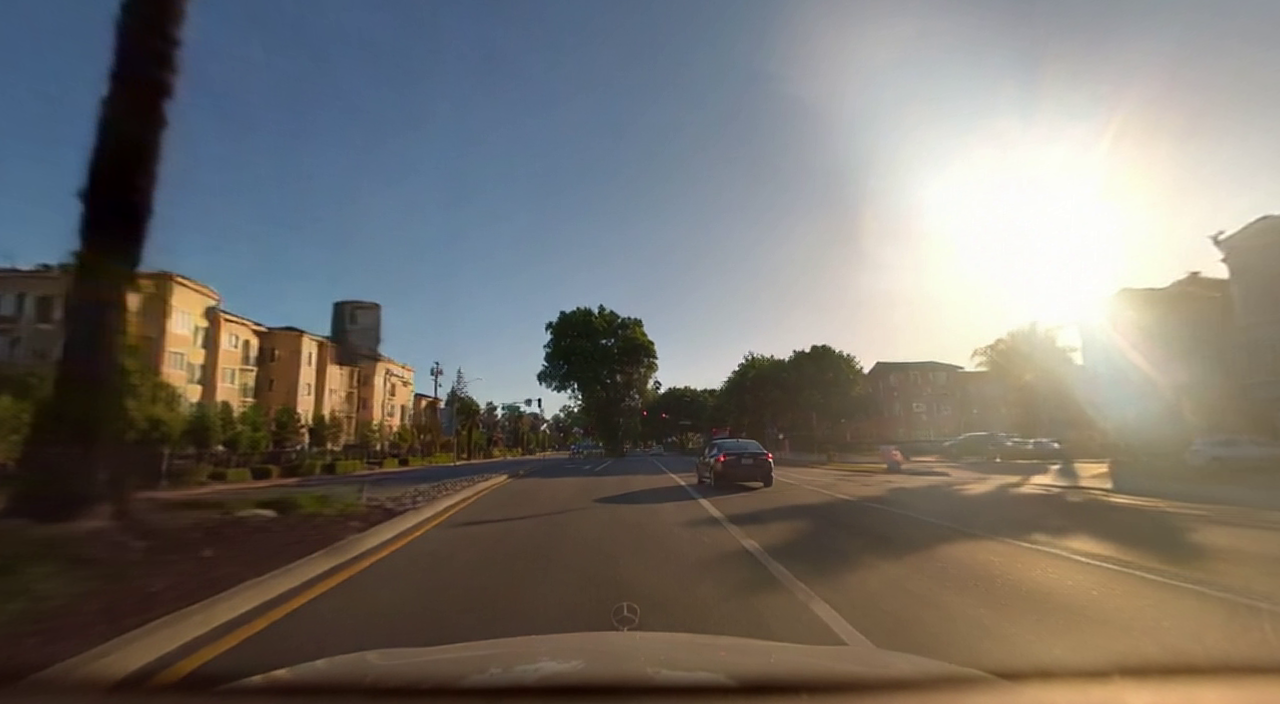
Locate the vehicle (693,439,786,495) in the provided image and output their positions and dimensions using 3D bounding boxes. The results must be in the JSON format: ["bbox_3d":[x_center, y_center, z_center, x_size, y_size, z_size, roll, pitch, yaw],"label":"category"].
[{"bbox_3d":[2.819,3.359,18.911,1.964,1.448,4.295,0,-8,-2],"label":"vehicle"}]

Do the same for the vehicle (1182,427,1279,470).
[{"bbox_3d":[22.185,3.383,22.235,4.472,1.451,1.842,0,-8,-1],"label":"vehicle"}]

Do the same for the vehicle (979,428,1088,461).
[{"bbox_3d":[22.290,5.241,35.909,4.781,1.600,1.986,-3,-8,1],"label":"vehicle"}]
